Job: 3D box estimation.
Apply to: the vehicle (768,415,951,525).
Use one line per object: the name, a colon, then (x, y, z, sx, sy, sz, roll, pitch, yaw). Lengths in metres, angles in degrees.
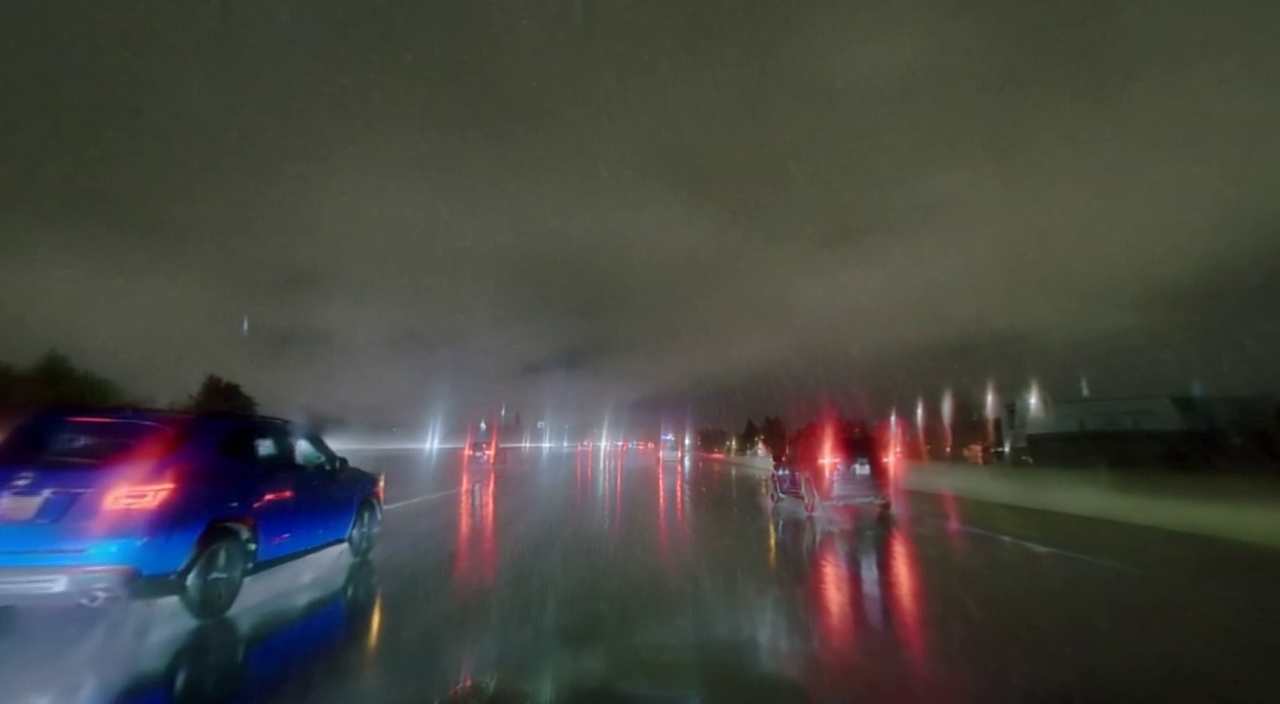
vehicle: (4.258, 2.385, 13.250, 2.153, 1.860, 4.689, 0, -9, 0)

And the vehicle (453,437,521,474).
vehicle: (-7.493, 5.113, 31.278, 2.095, 1.696, 4.680, -1, -9, 1)

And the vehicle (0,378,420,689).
vehicle: (-4.011, 1.360, 5.870, 2.214, 1.743, 4.465, -1, -9, 1)
